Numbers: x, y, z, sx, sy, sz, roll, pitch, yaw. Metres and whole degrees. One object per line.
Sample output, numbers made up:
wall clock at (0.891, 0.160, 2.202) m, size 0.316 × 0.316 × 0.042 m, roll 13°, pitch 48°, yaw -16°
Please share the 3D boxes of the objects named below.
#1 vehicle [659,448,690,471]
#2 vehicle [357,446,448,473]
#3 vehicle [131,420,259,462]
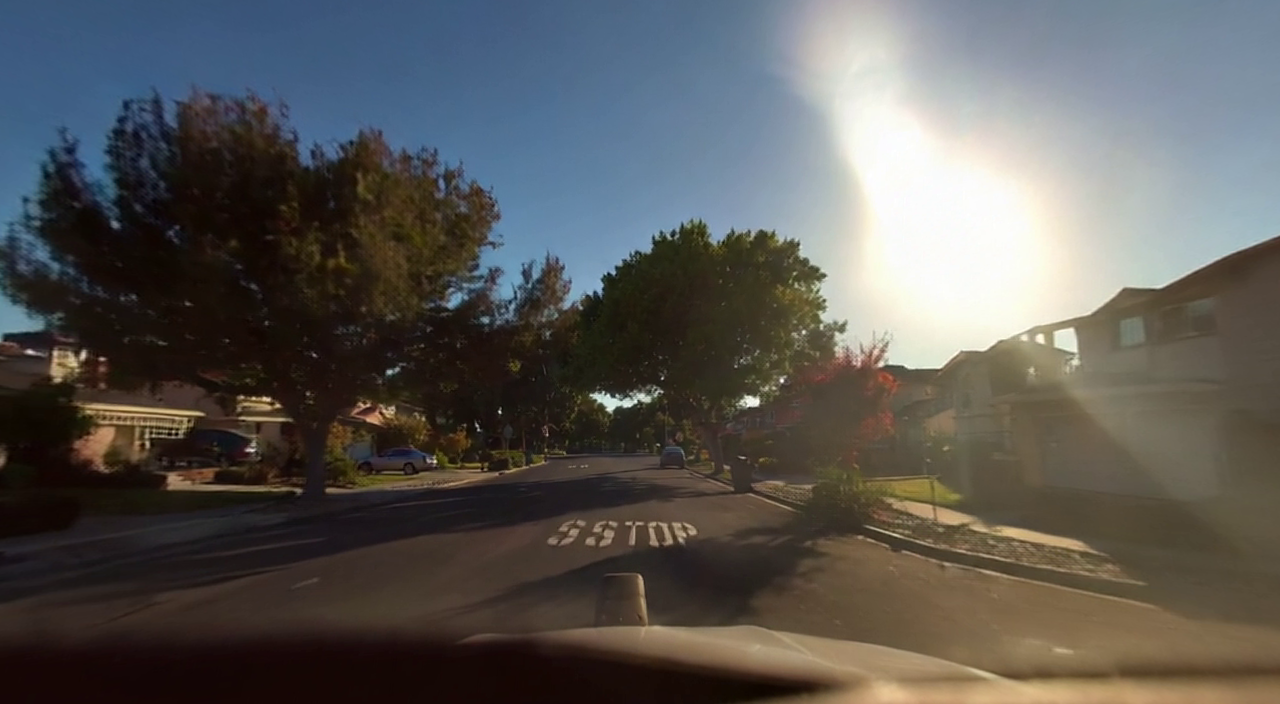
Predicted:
vehicle at (2.465, 7.796, 45.978) m, size 1.975 × 1.528 × 4.000 m, roll 0°, pitch -9°, yaw 0°
vehicle at (-13.966, 6.363, 37.356) m, size 4.572 × 1.522 × 1.999 m, roll 1°, pitch -9°, yaw -5°
vehicle at (-19.227, 3.879, 27.453) m, size 4.093 × 1.661 × 1.765 m, roll 0°, pitch -9°, yaw -6°
